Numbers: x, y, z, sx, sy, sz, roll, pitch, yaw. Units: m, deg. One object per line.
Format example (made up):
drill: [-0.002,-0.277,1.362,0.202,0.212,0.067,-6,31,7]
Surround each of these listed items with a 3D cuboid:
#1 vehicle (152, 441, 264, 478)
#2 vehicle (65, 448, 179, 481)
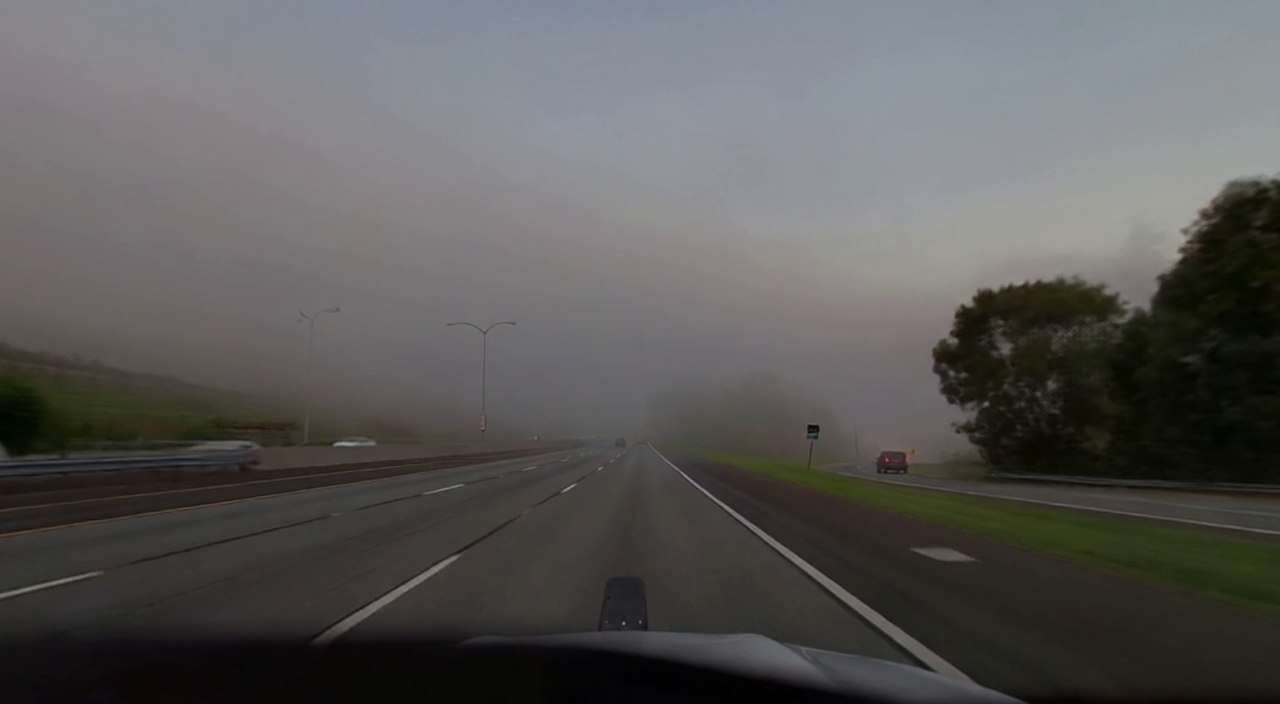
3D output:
vehicle: [-20.558,5.107,30.313,1.893,1.598,4.805,0,-8,1]
vehicle: [-28.281,6.134,34.694,1.971,1.649,4.997,0,-8,1]
